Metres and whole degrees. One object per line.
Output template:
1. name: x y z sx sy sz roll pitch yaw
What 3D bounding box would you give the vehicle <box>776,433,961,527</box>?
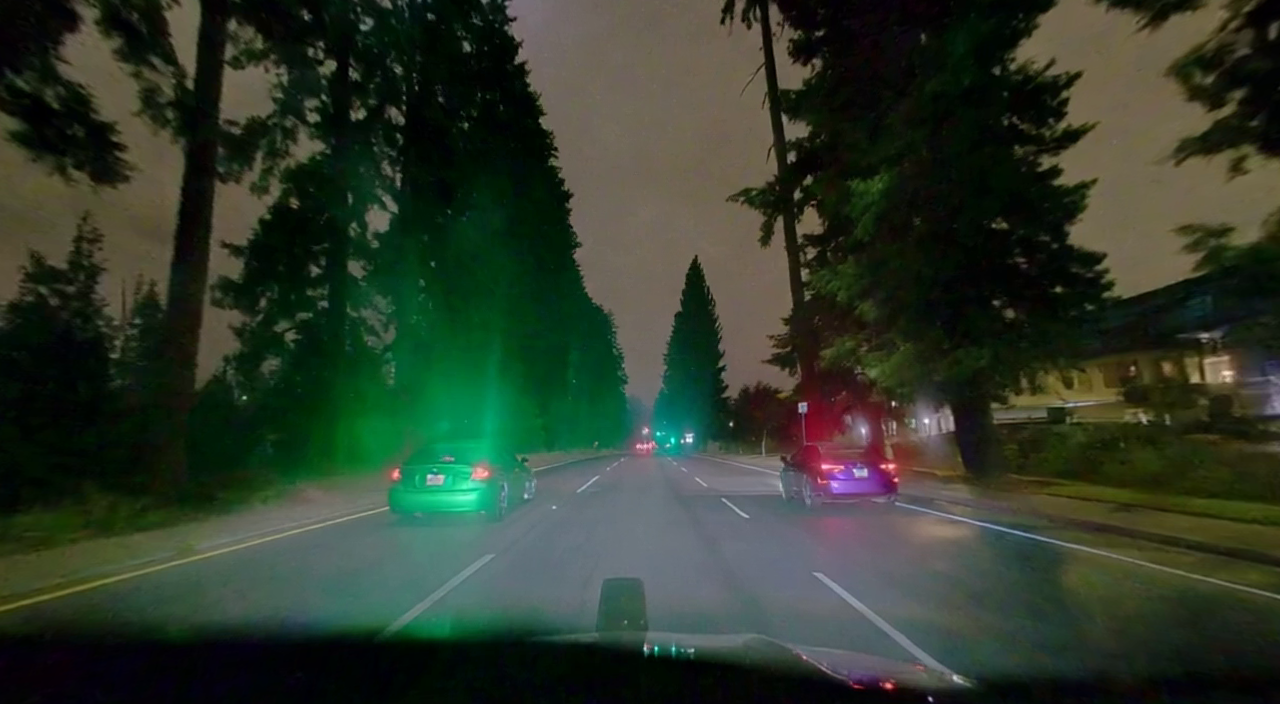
1. vehicle: 4.167 2.366 12.439 1.943 1.471 4.515 -1 -8 0

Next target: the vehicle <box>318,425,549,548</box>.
1. vehicle: -2.978 2.043 10.445 2.206 1.525 4.695 -1 -8 1
